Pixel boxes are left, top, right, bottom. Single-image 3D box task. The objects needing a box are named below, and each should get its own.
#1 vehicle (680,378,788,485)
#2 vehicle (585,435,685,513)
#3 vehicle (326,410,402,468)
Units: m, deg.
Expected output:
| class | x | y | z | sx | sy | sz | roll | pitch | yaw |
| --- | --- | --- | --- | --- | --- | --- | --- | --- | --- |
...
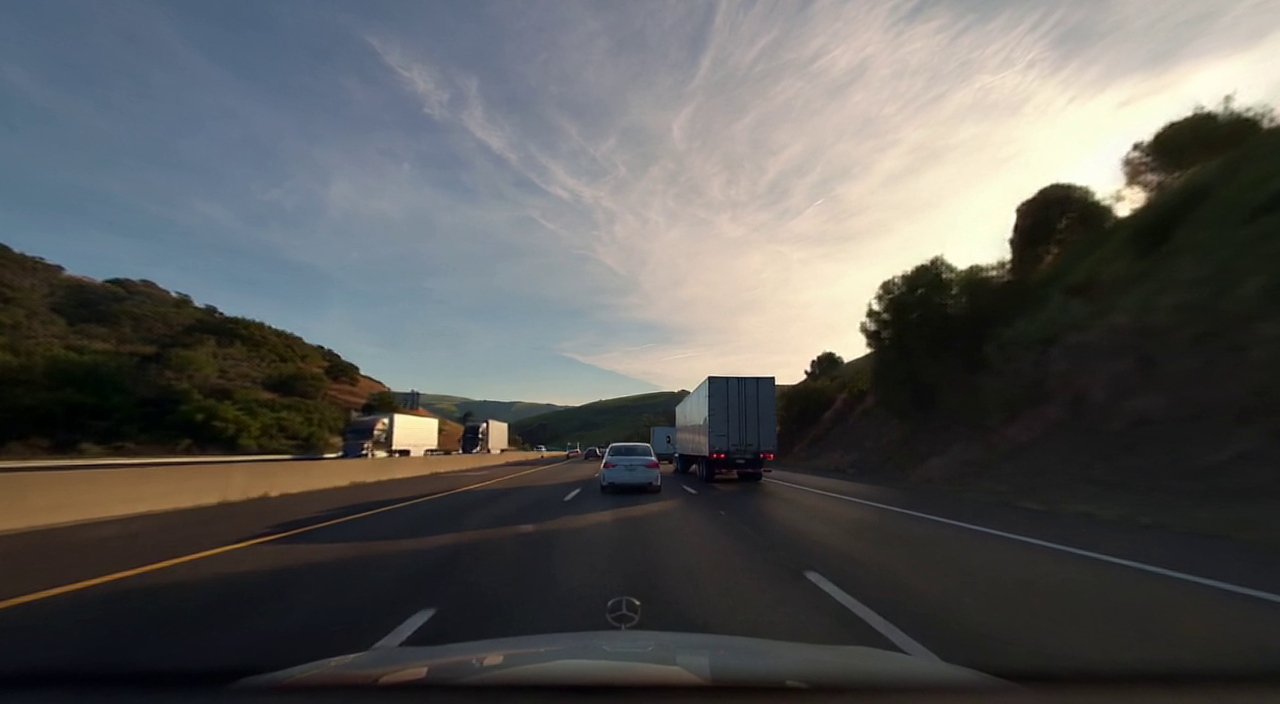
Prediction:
| class | x | y | z | sx | sy | sz | roll | pitch | yaw |
| --- | --- | --- | --- | --- | --- | --- | --- | --- | --- |
| vehicle | 3.971 | 4.084 | 30.833 | 2.812 | 4.024 | 14.098 | 0 | -9 | -1 |
| vehicle | -0.122 | 2.878 | 15.266 | 2.109 | 1.639 | 3.768 | 0 | -9 | -1 |
| vehicle | -20.202 | 6.482 | 46.622 | 2.977 | 3.953 | 5.858 | 0 | -9 | -1 |
